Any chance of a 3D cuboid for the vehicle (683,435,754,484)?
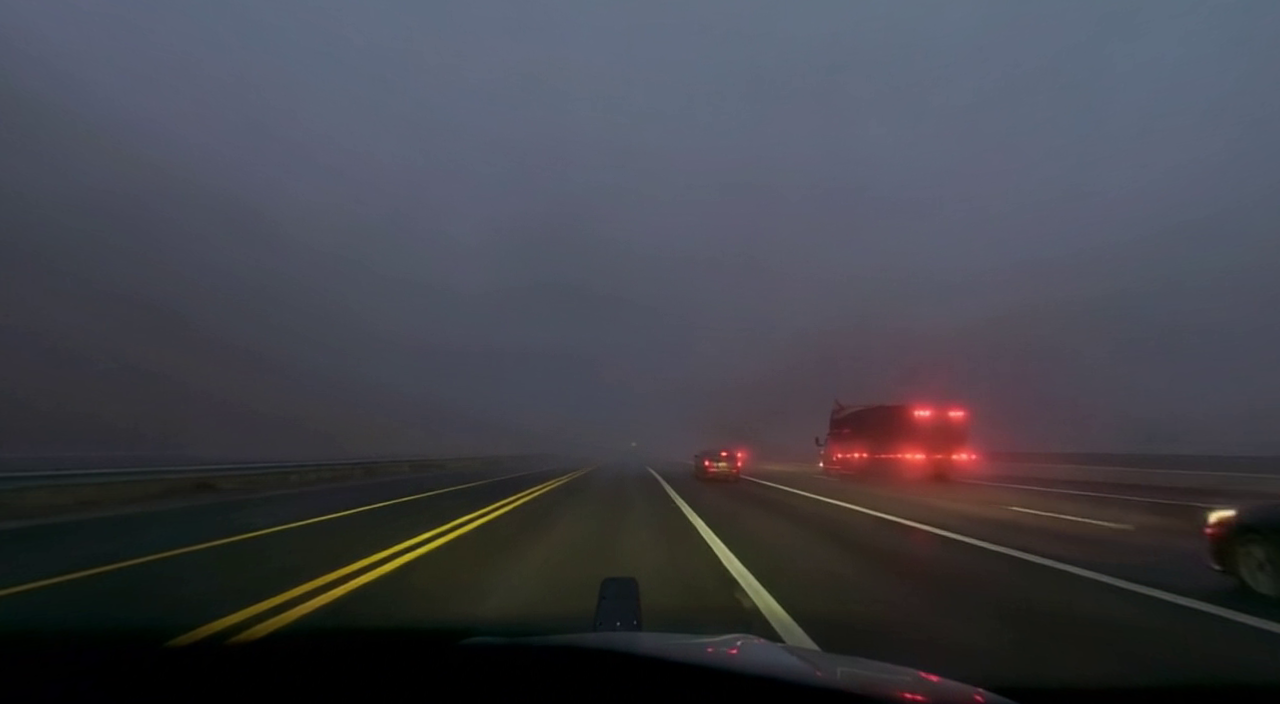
[{"bbox_3d":[3.056,4.304,25.715,2.141,1.785,4.778,0,-8,-2],"label":"vehicle"}]
